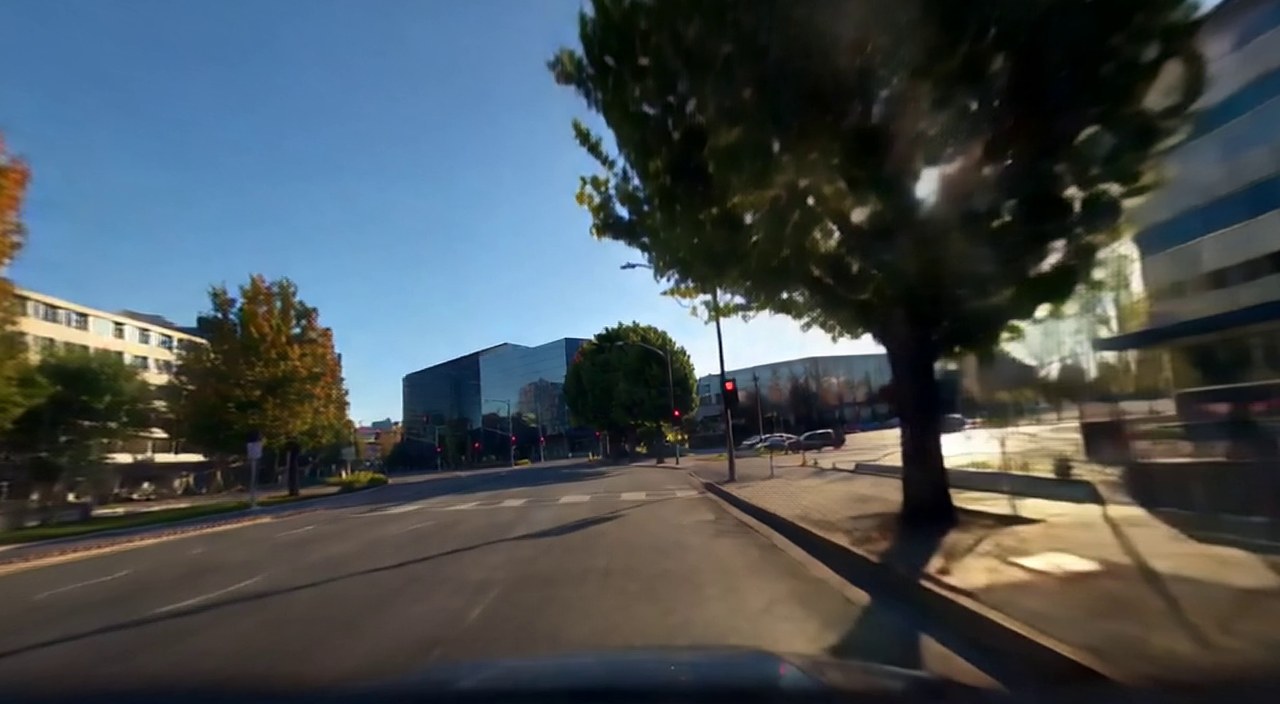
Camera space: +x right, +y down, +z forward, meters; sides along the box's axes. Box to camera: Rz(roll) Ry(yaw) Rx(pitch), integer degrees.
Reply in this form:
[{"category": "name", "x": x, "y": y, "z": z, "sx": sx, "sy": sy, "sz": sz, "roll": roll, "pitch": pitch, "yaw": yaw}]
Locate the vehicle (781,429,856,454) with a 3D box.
[{"category": "vehicle", "x": 11.841, "y": 5.982, "z": 42.071, "sx": 4.332, "sy": 1.581, "sz": 2.028, "roll": 1, "pitch": -9, "yaw": -10}]
